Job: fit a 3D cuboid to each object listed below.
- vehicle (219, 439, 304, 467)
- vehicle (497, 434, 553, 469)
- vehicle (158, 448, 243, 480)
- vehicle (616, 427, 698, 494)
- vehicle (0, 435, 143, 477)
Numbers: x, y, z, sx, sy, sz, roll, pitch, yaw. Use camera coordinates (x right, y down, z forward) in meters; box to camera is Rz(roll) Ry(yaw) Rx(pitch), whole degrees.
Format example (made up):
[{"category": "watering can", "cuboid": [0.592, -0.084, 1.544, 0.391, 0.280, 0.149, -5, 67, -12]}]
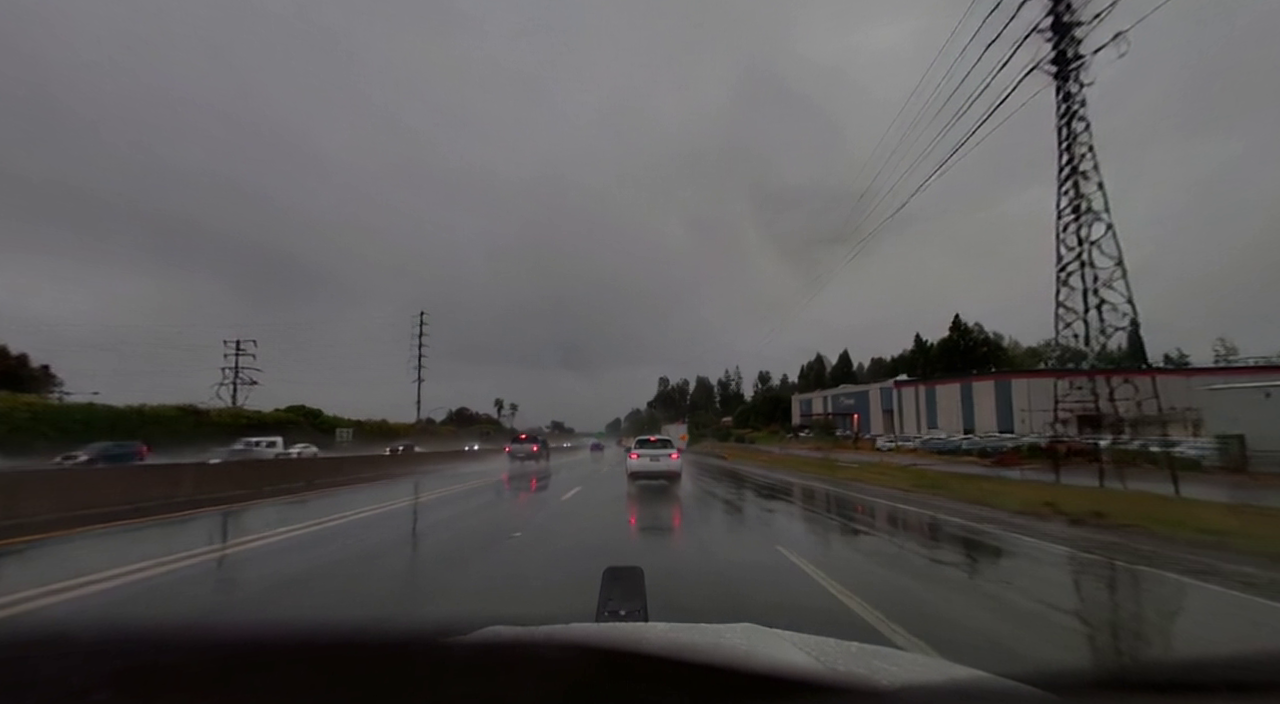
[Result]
[{"category": "vehicle", "cuboid": [-24.915, 6.656, 41.846, 2.202, 1.736, 5.775, 0, -8, -1]}, {"category": "vehicle", "cuboid": [-6.522, 5.714, 36.319, 2.220, 1.841, 4.516, 0, -8, 2]}, {"category": "vehicle", "cuboid": [-21.049, 5.362, 30.387, 1.554, 1.383, 3.462, 0, -8, 0]}, {"category": "vehicle", "cuboid": [0.433, 3.123, 18.512, 2.134, 1.733, 4.049, 0, -8, 0]}, {"category": "vehicle", "cuboid": [-28.371, 5.203, 31.730, 2.154, 1.901, 5.667, 0, -8, -1]}]
